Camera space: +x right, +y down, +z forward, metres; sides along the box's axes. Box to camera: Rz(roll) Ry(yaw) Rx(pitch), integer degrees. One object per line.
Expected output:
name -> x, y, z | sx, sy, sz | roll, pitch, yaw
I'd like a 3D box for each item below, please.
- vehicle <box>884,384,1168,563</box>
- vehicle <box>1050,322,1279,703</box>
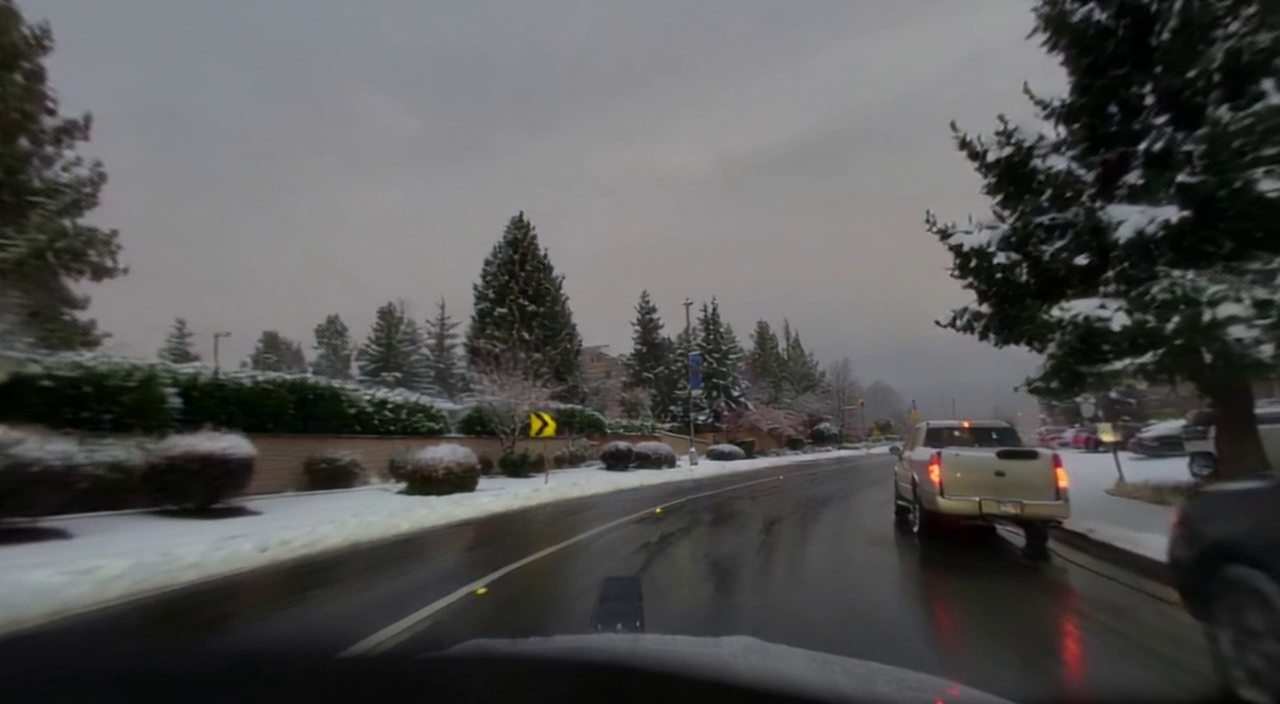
vehicle -> 5.524, 1.814, 10.227 | 2.483, 1.978, 5.802 | -3, -9, 17
vehicle -> 3.830, 0.679, 1.959 | 2.168, 1.846, 4.794 | -1, -9, 5
